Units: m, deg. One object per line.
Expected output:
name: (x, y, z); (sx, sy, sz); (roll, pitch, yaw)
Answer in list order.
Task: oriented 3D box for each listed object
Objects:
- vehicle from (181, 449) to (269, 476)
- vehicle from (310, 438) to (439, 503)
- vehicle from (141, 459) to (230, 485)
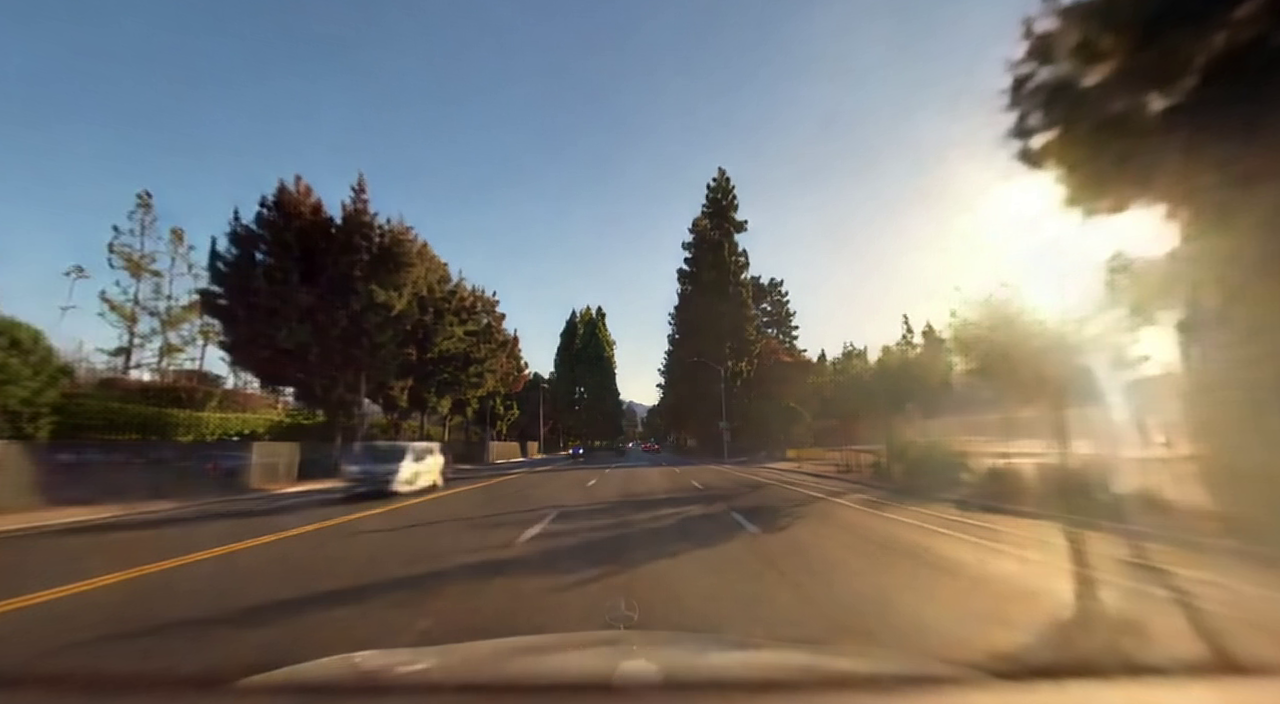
vehicle: (-26.468, 7.056, 40.370); (4.140, 1.635, 2.059); (0, -8, -1)
vehicle: (-7.748, 3.475, 18.969); (1.979, 1.684, 4.289); (0, -8, 0)
vehicle: (-27.070, 7.124, 37.685); (3.977, 1.453, 1.768); (0, -9, 3)
